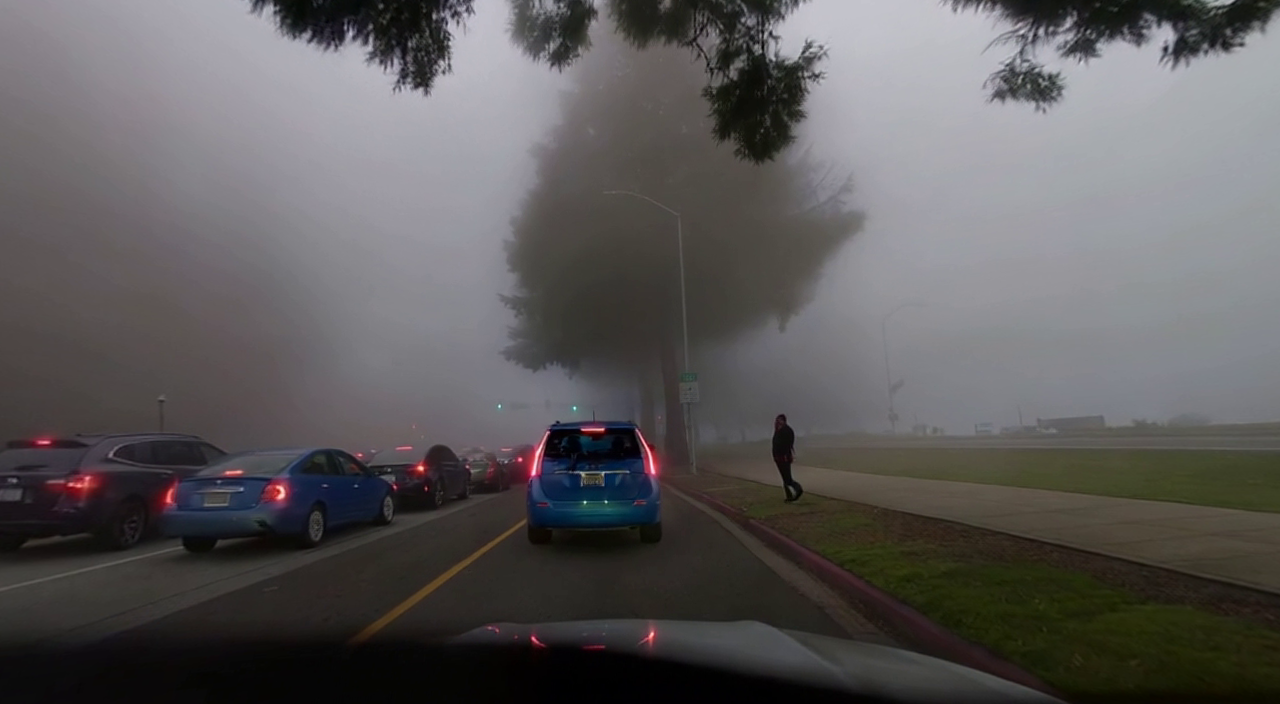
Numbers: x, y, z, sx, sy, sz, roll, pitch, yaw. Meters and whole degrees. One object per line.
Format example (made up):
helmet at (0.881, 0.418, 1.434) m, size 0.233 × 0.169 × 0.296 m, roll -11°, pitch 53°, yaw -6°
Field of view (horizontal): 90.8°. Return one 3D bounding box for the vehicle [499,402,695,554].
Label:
vehicle at (-0.579, 1.845, 9.866) m, size 2.368 × 1.829 × 4.293 m, roll 0°, pitch -9°, yaw -2°

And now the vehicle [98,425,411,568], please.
vehicle at (-5.405, 2.061, 9.802) m, size 2.010 × 1.674 × 4.484 m, roll 0°, pitch -9°, yaw 0°

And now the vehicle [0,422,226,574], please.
vehicle at (-8.802, 2.048, 9.459) m, size 2.013 × 1.826 × 4.592 m, roll 0°, pitch -9°, yaw 1°

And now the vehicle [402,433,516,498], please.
vehicle at (-5.463, 3.490, 19.807) m, size 2.188 × 1.774 × 4.477 m, roll 0°, pitch -9°, yaw 0°
